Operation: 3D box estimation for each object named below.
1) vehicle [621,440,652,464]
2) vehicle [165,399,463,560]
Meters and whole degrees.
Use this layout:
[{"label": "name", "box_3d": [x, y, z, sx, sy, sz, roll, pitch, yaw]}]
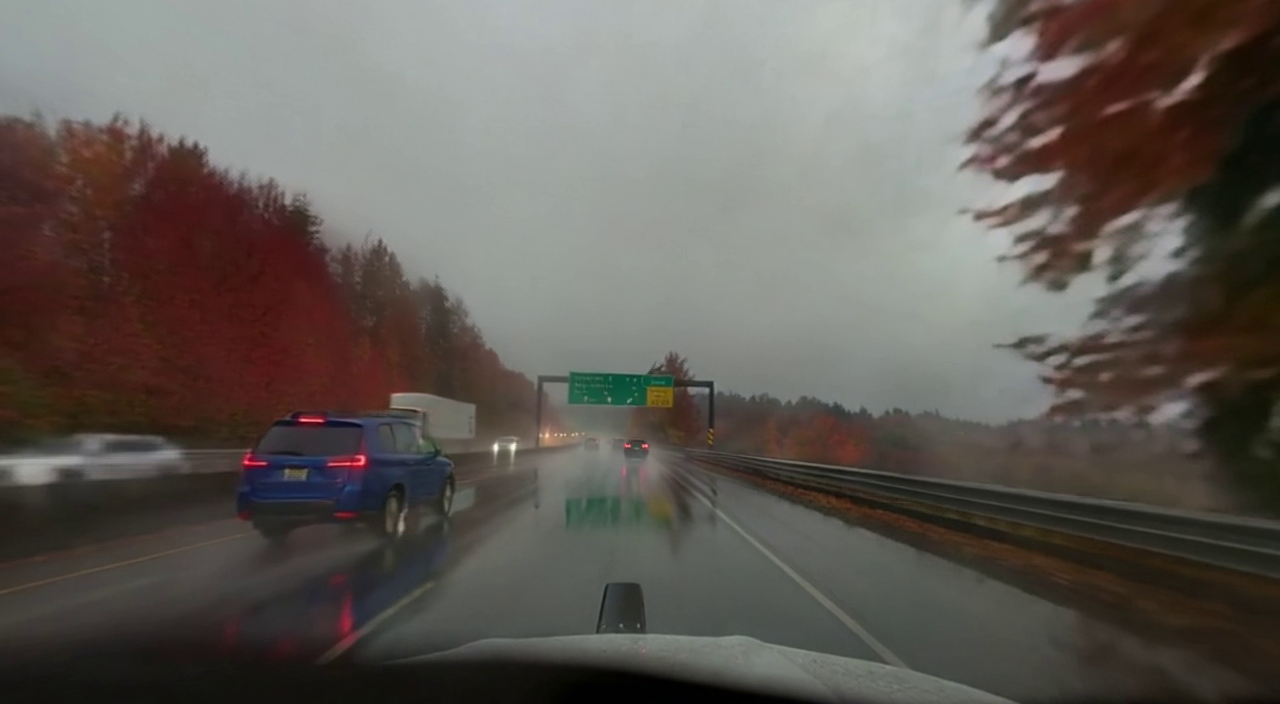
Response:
[{"label": "vehicle", "box_3d": [-0.257, 6.558, 41.546, 1.939, 1.497, 3.863, 0, -8, -1]}, {"label": "vehicle", "box_3d": [-4.109, 1.681, 8.945, 1.924, 1.720, 4.195, 0, -8, 0]}]
